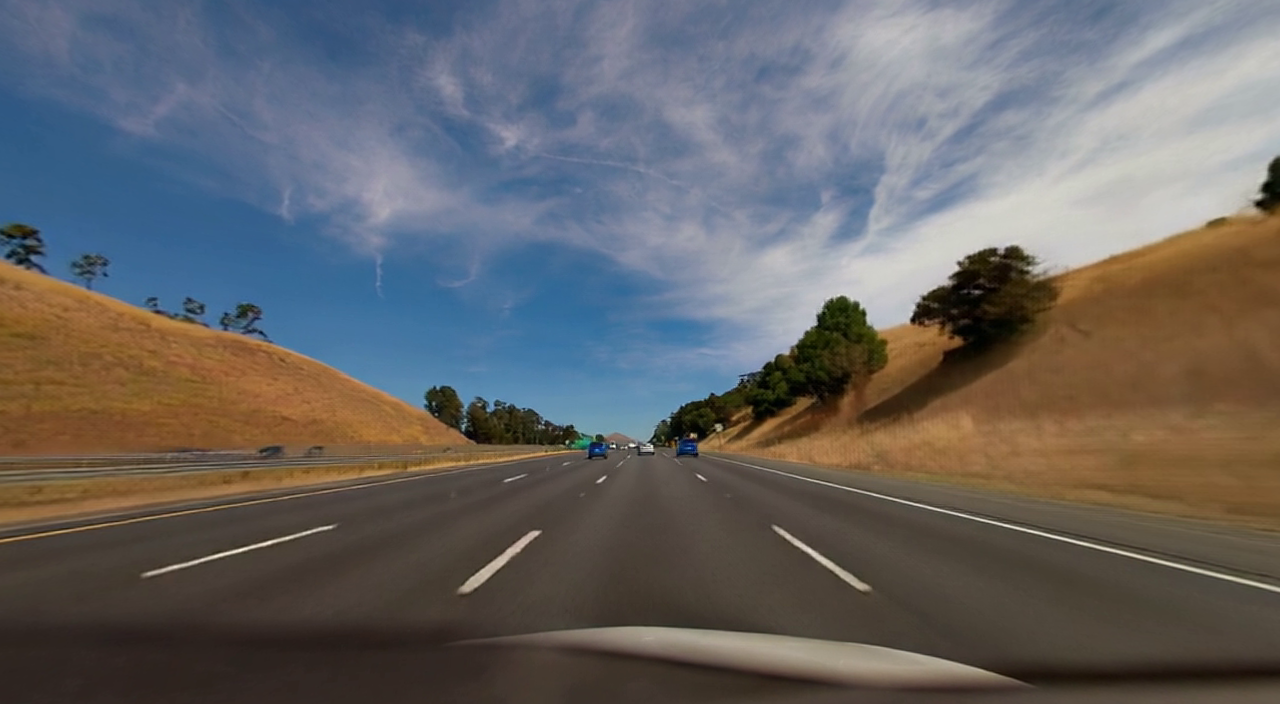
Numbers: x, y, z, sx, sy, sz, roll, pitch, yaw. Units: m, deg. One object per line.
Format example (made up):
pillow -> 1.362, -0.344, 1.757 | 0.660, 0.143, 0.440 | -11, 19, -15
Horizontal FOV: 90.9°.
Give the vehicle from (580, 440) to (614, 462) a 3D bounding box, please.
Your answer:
vehicle -> -3.227, 7.453, 47.757 | 2.159, 1.562, 4.441 | -1, -8, 1
